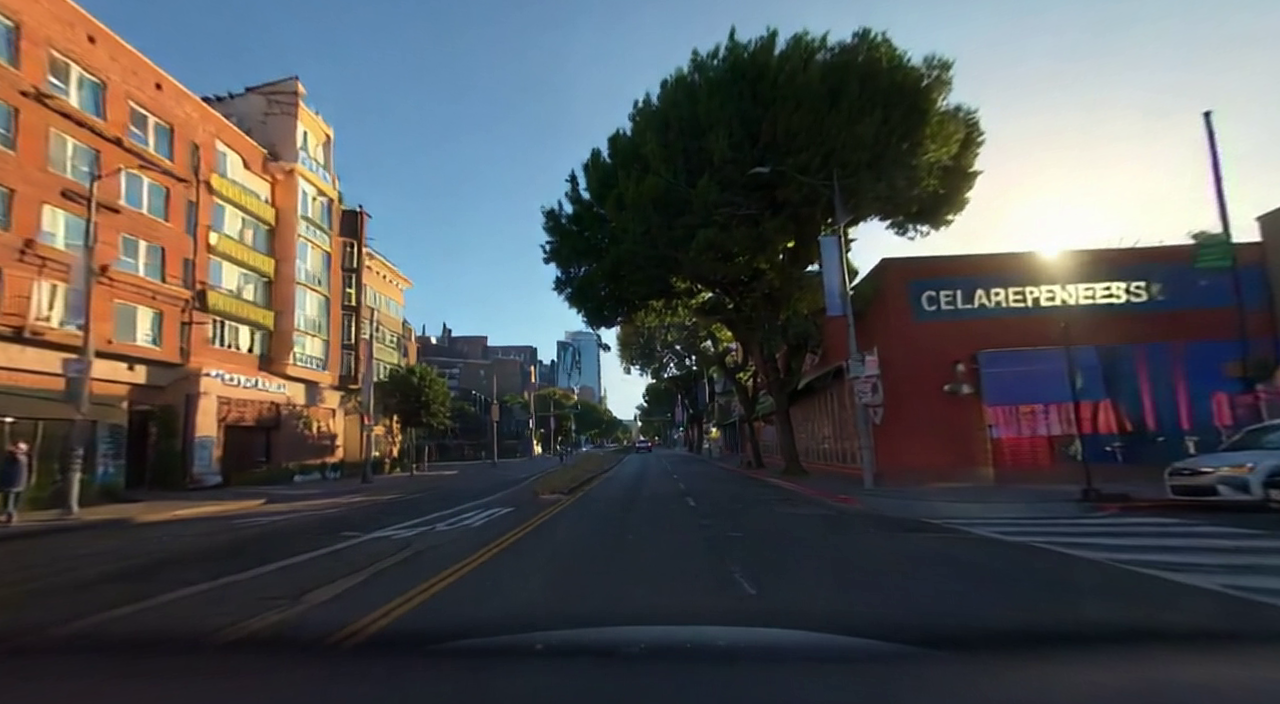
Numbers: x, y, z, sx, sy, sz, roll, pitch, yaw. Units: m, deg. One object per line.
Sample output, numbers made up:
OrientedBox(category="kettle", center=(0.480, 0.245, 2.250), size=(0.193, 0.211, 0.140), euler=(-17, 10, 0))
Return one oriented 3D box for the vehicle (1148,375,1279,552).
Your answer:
OrientedBox(category="vehicle", center=(9.145, 1.229, 7.102), size=(4.694, 1.826, 2.226), euler=(-2, -9, 11))
